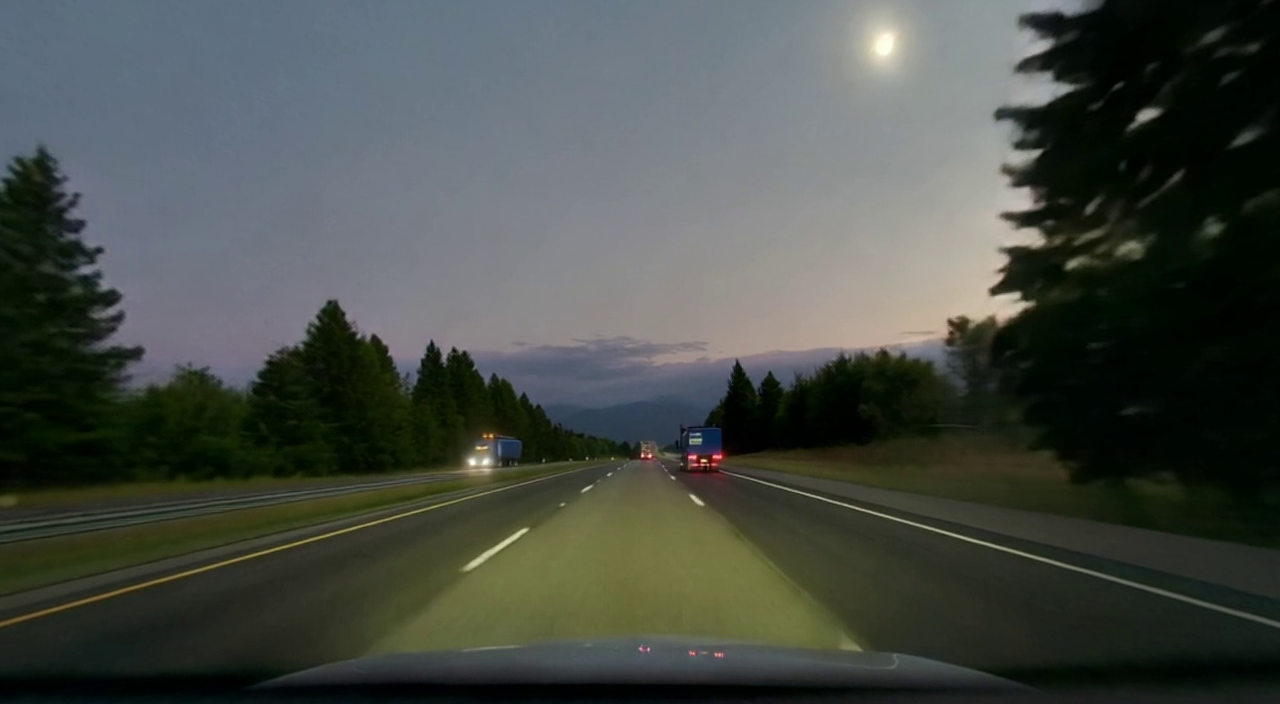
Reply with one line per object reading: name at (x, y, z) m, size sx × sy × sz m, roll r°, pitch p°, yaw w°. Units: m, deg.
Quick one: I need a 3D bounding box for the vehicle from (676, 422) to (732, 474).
vehicle at (3.631, 5.724, 37.361) m, size 2.572 × 2.795 × 5.978 m, roll 0°, pitch -9°, yaw -1°
